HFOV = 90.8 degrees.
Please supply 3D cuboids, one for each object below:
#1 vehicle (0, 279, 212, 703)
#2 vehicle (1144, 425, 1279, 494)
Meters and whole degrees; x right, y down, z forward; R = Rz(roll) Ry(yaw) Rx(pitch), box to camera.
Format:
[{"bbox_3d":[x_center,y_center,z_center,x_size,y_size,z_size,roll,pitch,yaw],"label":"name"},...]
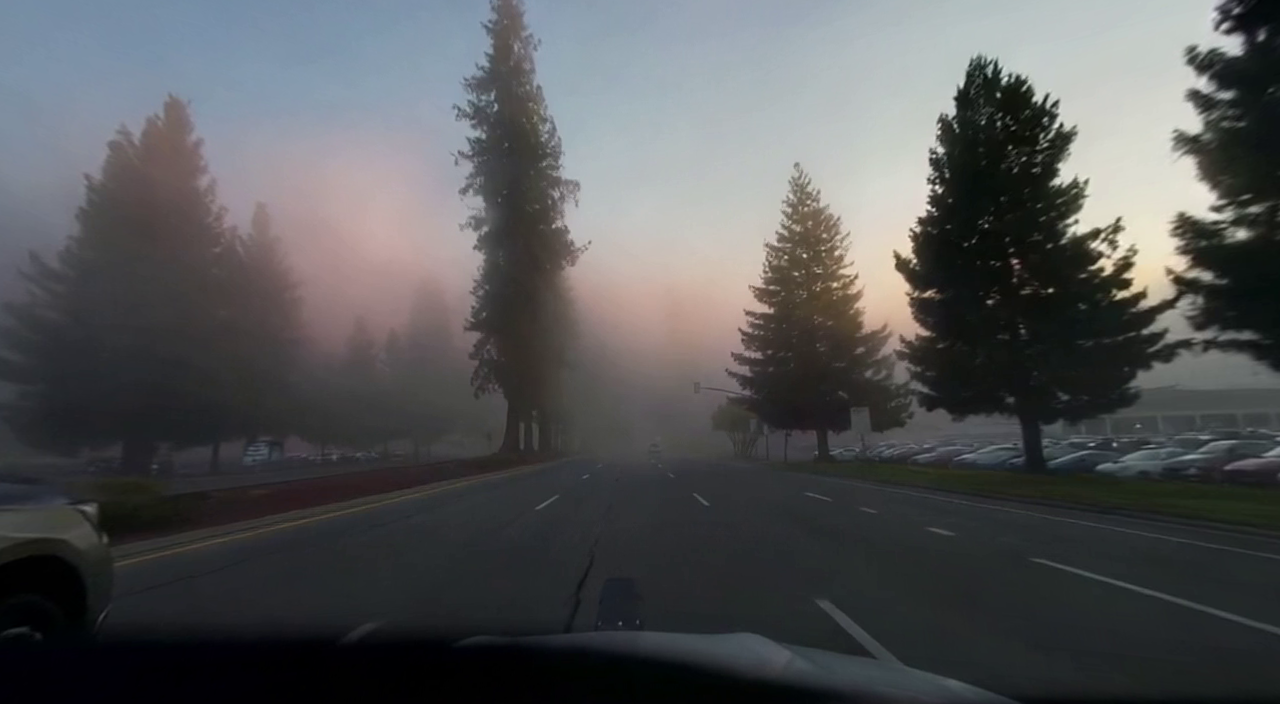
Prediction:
[{"bbox_3d":[-3.842,0.511,1.317,2.428,1.985,4.999,0,-8,-1],"label":"vehicle"},{"bbox_3d":[17.474,2.969,17.827,4.602,1.722,2.026,-3,-8,2],"label":"vehicle"}]
